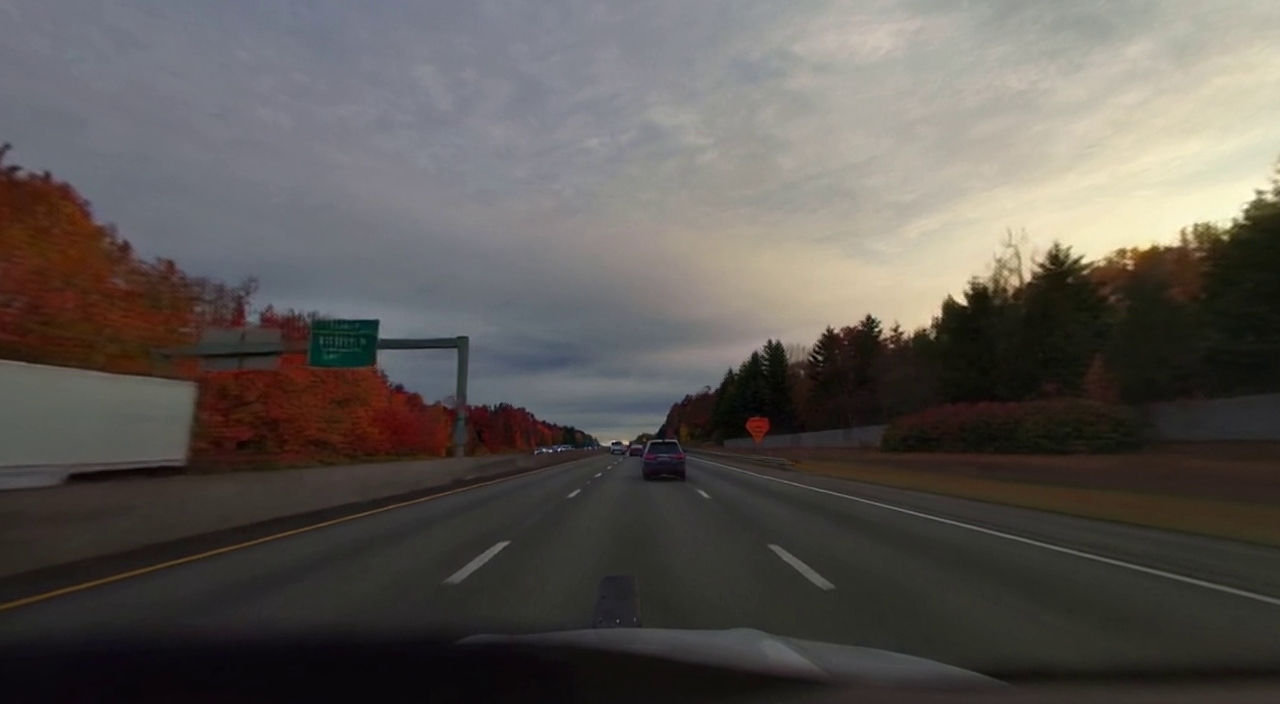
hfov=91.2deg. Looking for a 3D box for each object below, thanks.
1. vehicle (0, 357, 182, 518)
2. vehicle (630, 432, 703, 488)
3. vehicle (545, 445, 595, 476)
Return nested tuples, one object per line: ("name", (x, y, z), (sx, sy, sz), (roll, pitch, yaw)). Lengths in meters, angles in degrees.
("vehicle", (-17.446, 1.990, 14.625), (2.907, 3.969, 14.102), (0, -9, 0))
("vehicle", (0.805, 3.686, 21.626), (2.250, 1.718, 4.358), (0, -9, 0))
("vehicle", (-3.417, 5.423, 31.432), (2.037, 1.418, 3.793), (0, -9, 1))
